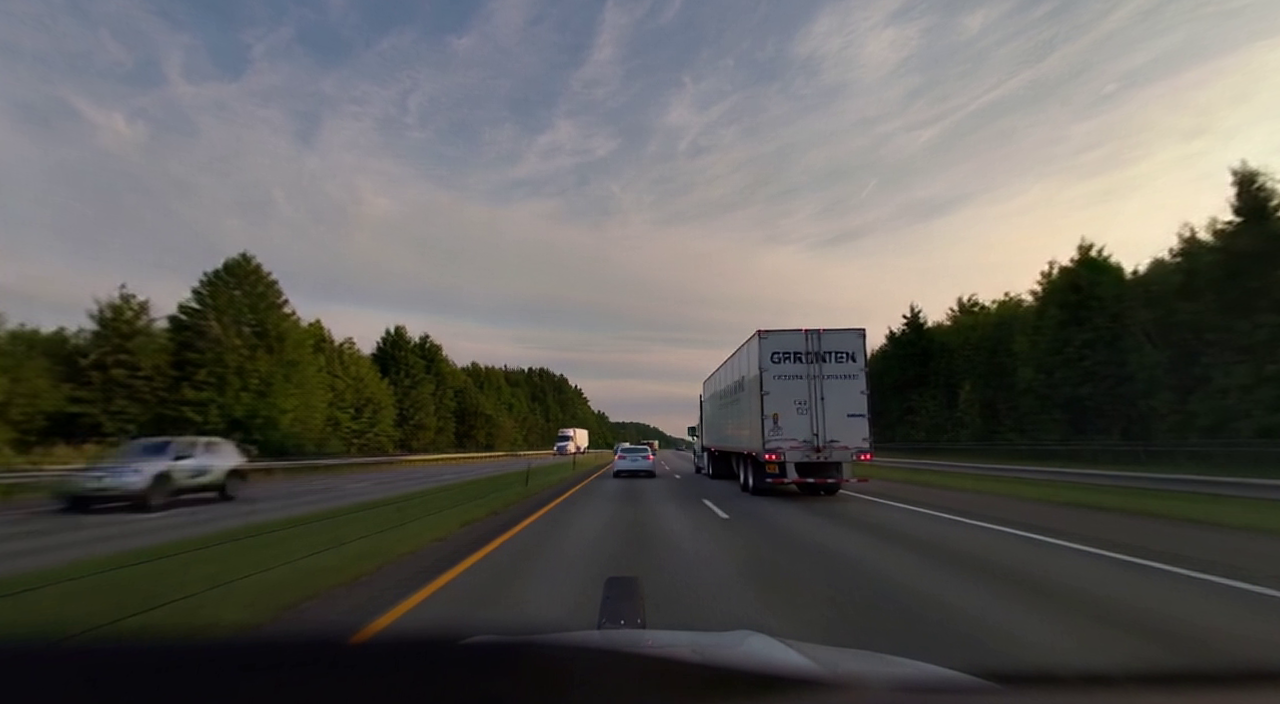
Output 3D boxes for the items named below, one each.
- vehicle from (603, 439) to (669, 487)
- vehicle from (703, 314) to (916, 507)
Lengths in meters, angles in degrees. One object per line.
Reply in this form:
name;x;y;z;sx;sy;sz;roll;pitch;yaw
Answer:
vehicle;-0.135;3.806;21.863;2.074;1.475;3.960;0;-9;0
vehicle;4.250;2.304;20.456;2.909;4.074;14.457;0;-9;0
